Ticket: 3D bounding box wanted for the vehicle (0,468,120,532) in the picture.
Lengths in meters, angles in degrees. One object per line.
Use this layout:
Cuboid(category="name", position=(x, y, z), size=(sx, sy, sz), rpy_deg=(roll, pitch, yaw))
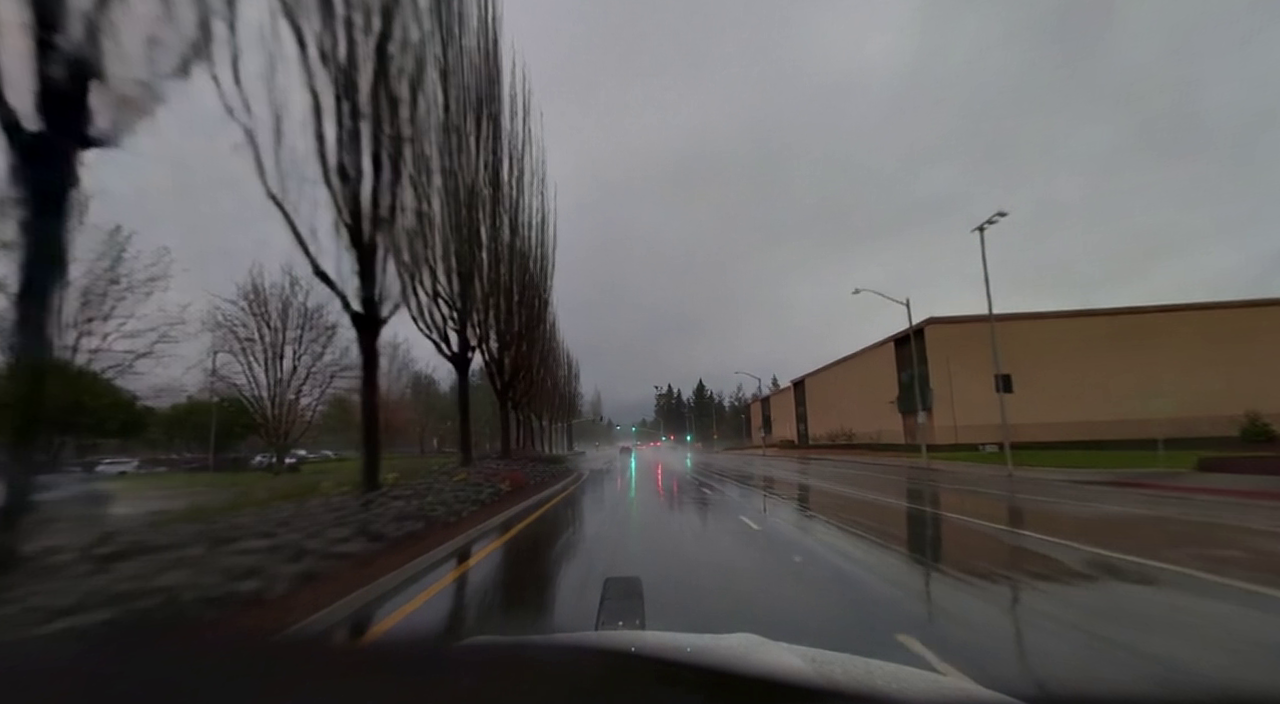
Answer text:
Cuboid(category="vehicle", position=(-17.588, 4.108, 17.733), size=(1.914, 1.524, 4.768), rpy_deg=(0, -8, 0))
